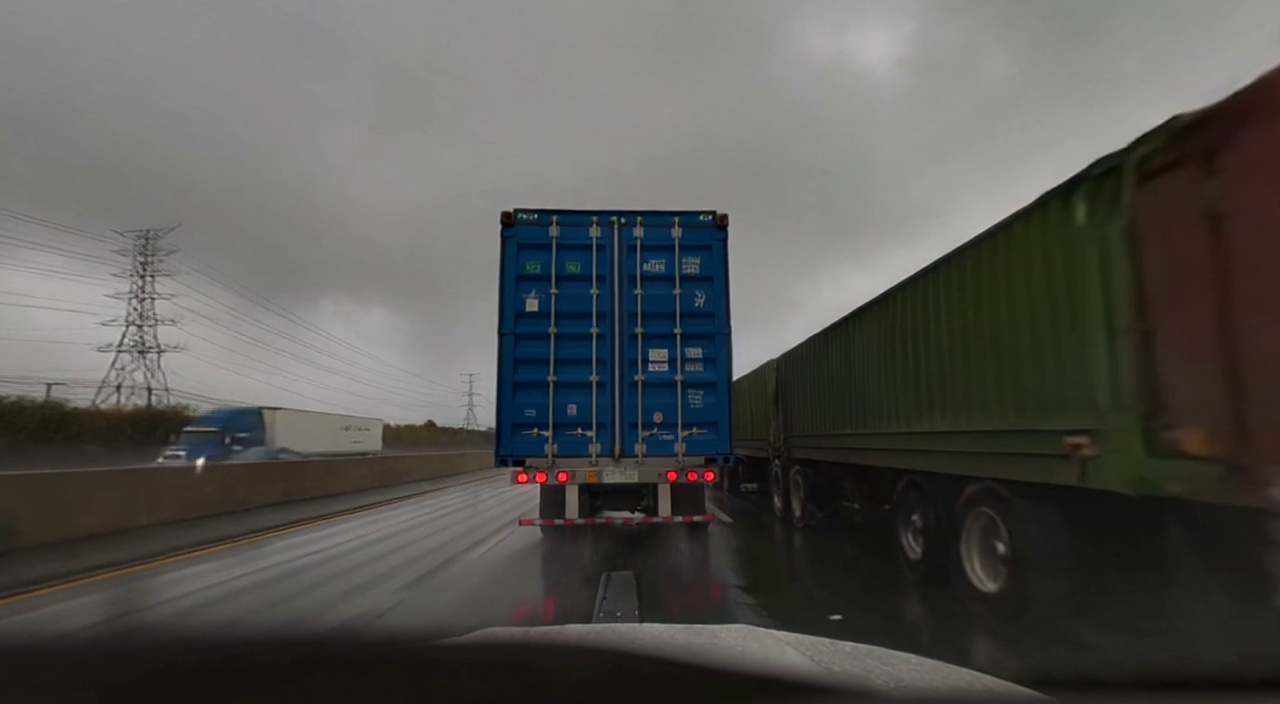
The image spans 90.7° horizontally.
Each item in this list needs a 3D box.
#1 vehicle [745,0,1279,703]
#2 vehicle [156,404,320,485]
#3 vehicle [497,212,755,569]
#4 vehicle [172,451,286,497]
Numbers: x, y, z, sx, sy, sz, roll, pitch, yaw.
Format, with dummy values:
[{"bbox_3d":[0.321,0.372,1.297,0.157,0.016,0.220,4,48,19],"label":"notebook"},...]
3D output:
[{"bbox_3d":[3.640,0.278,6.433,2.797,4.023,13.066,0,-8,0],"label":"vehicle"},{"bbox_3d":[-20.388,4.813,32.962,3.024,3.645,8.371,0,-9,0],"label":"vehicle"},{"bbox_3d":[-0.100,1.249,13.211,2.841,4.071,12.046,-1,-8,1],"label":"vehicle"},{"bbox_3d":[-13.592,4.022,21.154,1.543,1.373,3.317,-1,-9,0],"label":"vehicle"}]
